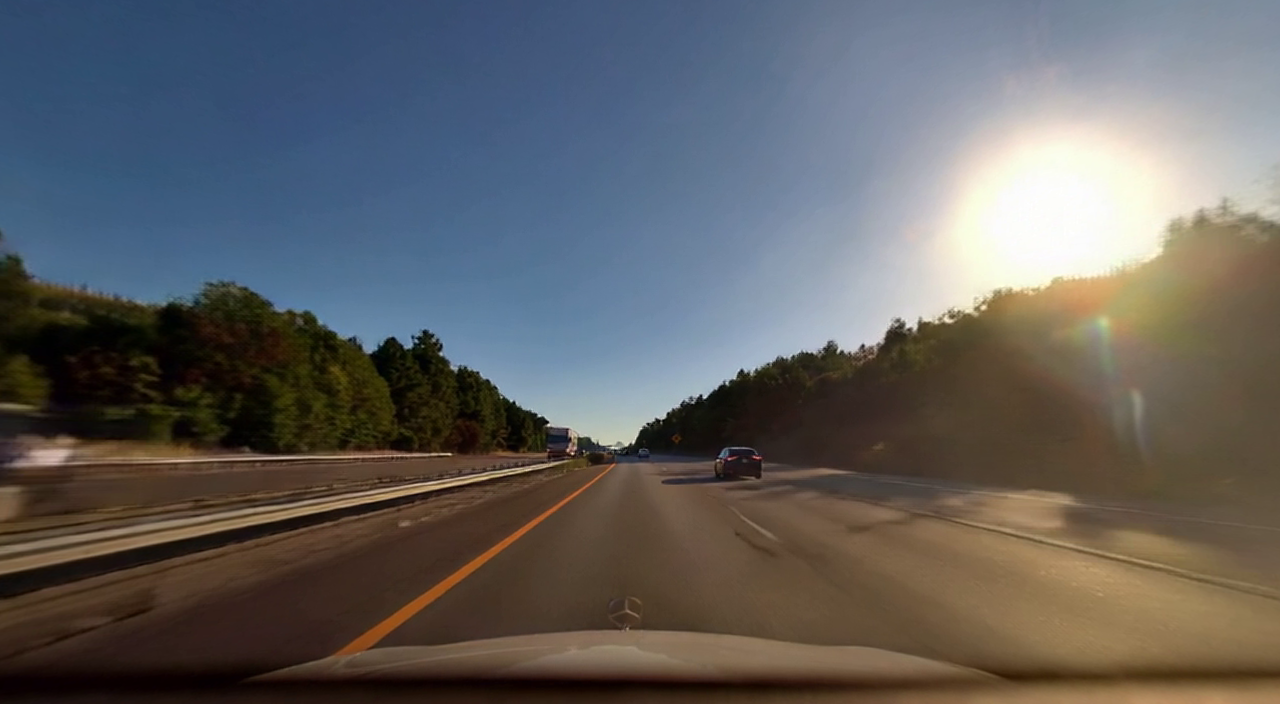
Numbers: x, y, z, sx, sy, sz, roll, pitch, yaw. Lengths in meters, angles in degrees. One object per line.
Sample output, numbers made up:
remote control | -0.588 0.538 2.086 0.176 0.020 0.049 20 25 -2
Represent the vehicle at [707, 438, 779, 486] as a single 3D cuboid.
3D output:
vehicle | 3.870 4.218 24.389 1.933 1.663 4.440 0 -9 -1
